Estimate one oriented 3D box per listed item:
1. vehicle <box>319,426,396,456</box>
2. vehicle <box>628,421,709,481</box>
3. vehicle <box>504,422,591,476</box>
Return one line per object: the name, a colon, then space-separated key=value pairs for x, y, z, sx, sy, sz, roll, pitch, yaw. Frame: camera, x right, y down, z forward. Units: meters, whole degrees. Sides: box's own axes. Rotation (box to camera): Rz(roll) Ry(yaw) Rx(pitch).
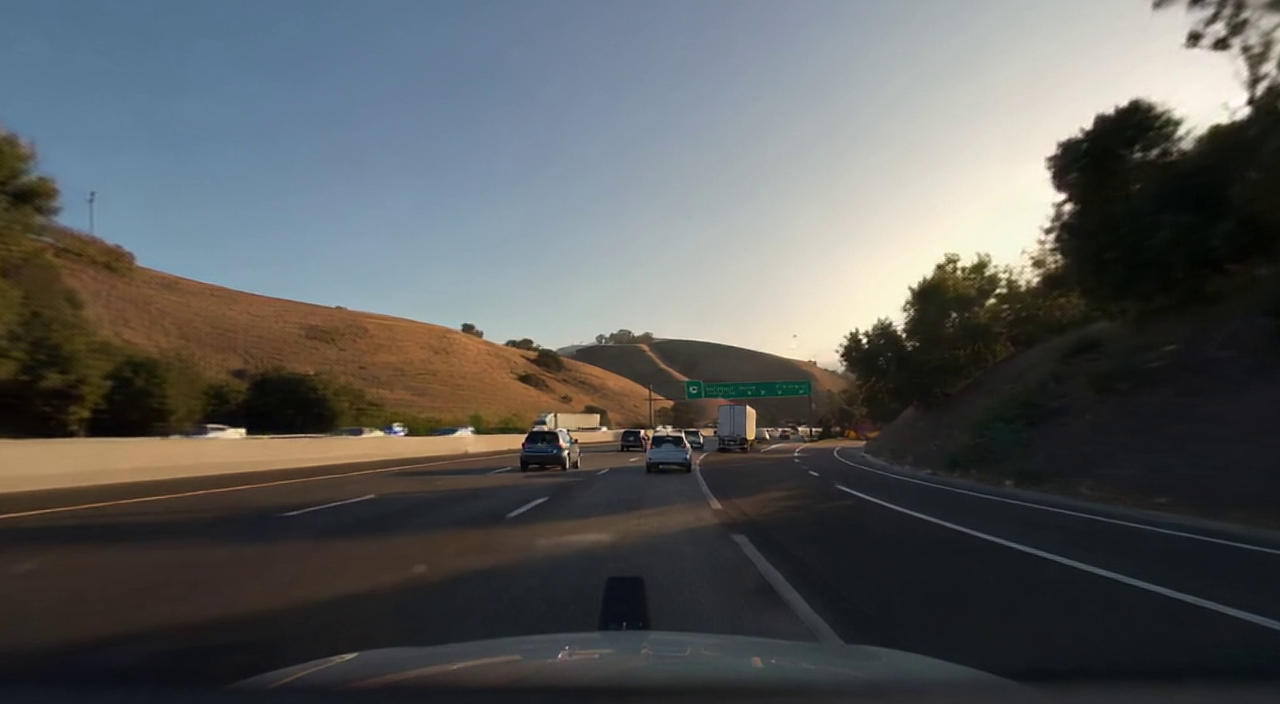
vehicle: x=-15.806 y=5.011 z=35.524 sx=1.962 sy=1.529 sz=4.464 roll=-1 pitch=-8 yaw=5
vehicle: x=1.030 y=3.362 z=21.649 sx=2.484 sy=1.820 sz=4.497 roll=-1 pitch=-8 yaw=4
vehicle: x=-3.128 y=3.412 z=22.304 sx=2.077 sy=1.712 sz=4.406 roll=-1 pitch=-8 yaw=4
